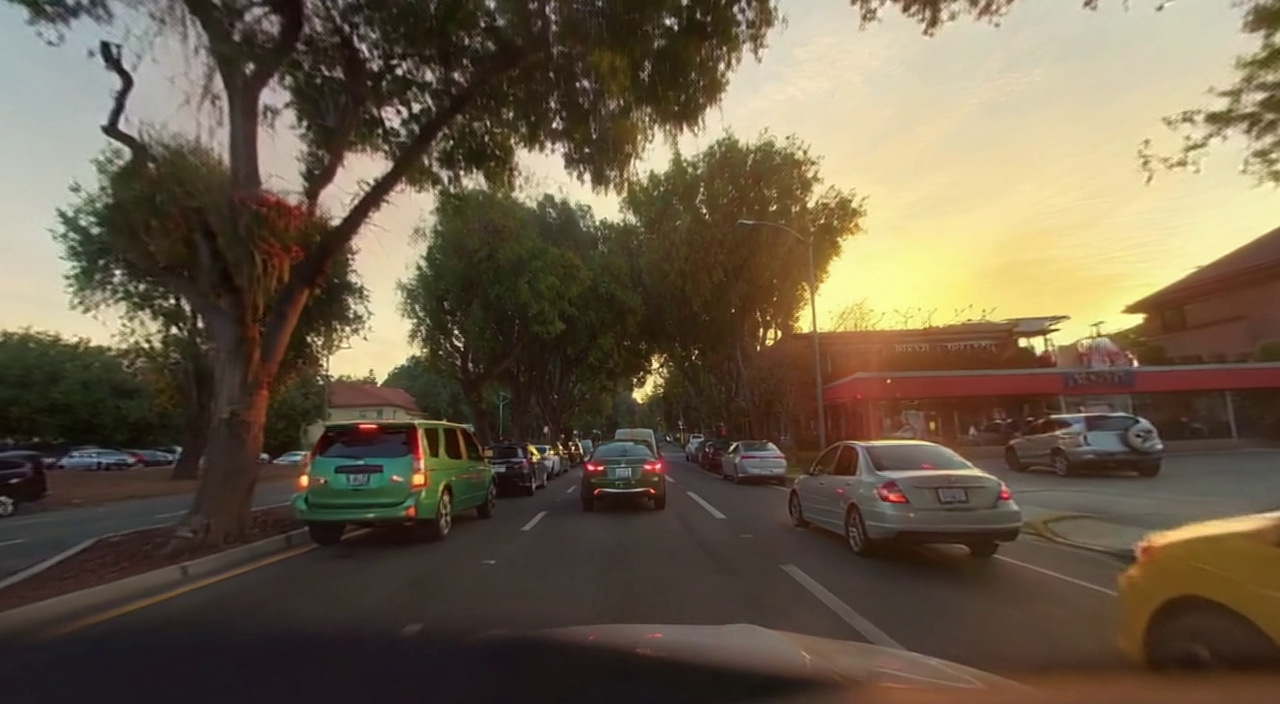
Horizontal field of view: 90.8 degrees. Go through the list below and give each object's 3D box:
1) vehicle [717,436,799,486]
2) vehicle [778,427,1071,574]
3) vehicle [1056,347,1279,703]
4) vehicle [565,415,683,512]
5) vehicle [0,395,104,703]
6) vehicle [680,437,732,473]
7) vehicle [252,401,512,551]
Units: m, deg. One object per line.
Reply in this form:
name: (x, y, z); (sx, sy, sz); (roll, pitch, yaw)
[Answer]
vehicle: (3.861, 3.643, 21.466); (1.875, 1.521, 4.192); (0, -9, -1)
vehicle: (3.374, 1.835, 8.649); (1.900, 1.477, 4.352); (0, -8, -1)
vehicle: (3.402, 0.677, 1.346); (2.047, 1.671, 4.267); (0, -9, -1)
vehicle: (-0.350, 2.427, 14.116); (2.238, 1.825, 4.190); (0, -9, -1)
vehicle: (-3.718, 0.679, 0.850); (2.051, 1.522, 4.509); (0, -9, -1)
vehicle: (2.974, 4.740, 29.204); (1.903, 1.529, 3.649); (0, -9, -2)
vehicle: (-3.650, 1.871, 10.124); (2.231, 1.853, 4.461); (0, -9, 0)
